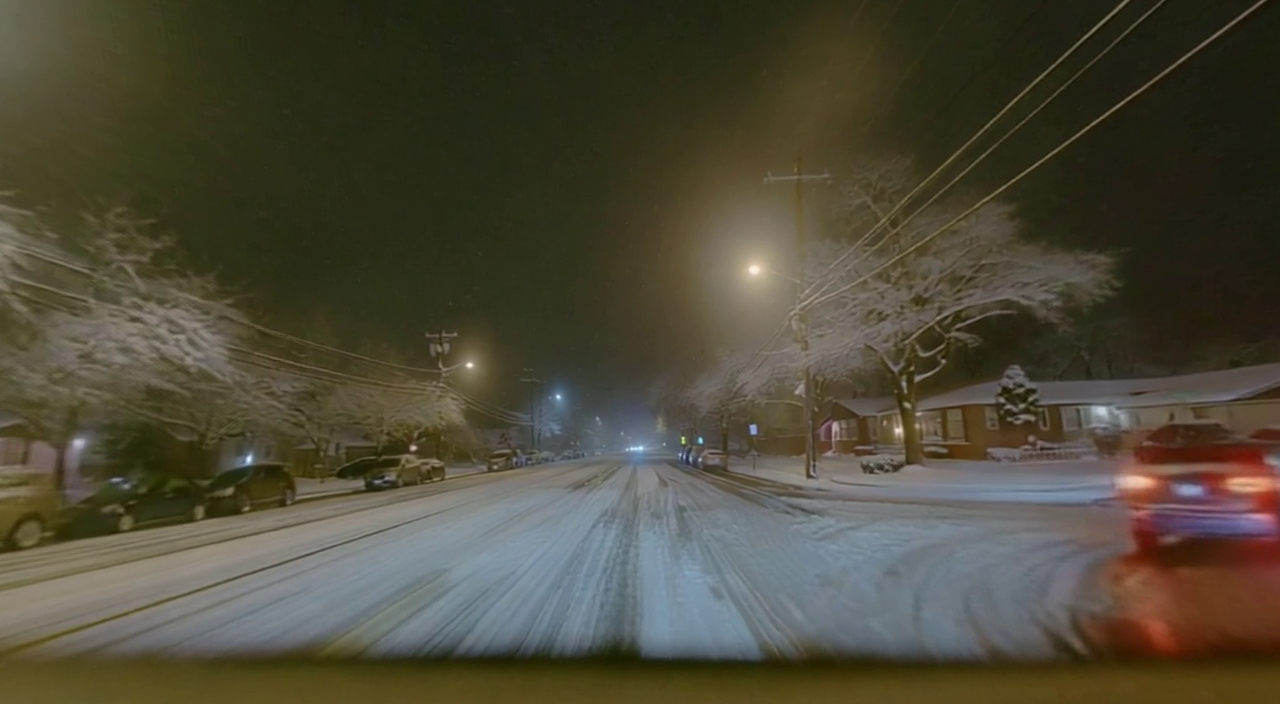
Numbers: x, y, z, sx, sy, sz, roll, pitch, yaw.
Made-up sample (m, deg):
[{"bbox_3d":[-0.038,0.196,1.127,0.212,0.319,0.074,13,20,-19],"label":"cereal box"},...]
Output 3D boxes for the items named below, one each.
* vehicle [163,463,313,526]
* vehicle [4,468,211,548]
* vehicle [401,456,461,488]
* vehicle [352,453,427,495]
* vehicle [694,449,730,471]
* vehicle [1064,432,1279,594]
[{"bbox_3d":[-12.332,4.337,19.803,1.795,1.472,4.601,-5,-9,-1],"label":"vehicle"},{"bbox_3d":[-12.424,3.609,15.135,1.676,1.496,3.804,0,-9,-1],"label":"vehicle"},{"bbox_3d":[-12.043,6.896,36.684,1.872,1.472,4.719,-6,-9,-1],"label":"vehicle"},{"bbox_3d":[-12.518,6.077,31.871,1.988,1.741,4.379,-6,-9,-1],"label":"vehicle"},{"bbox_3d":[5.176,7.794,45.846,1.923,1.454,4.460,0,-9,-2],"label":"vehicle"},{"bbox_3d":[6.907,1.795,7.916,2.022,1.471,4.432,-7,-11,40],"label":"vehicle"}]
